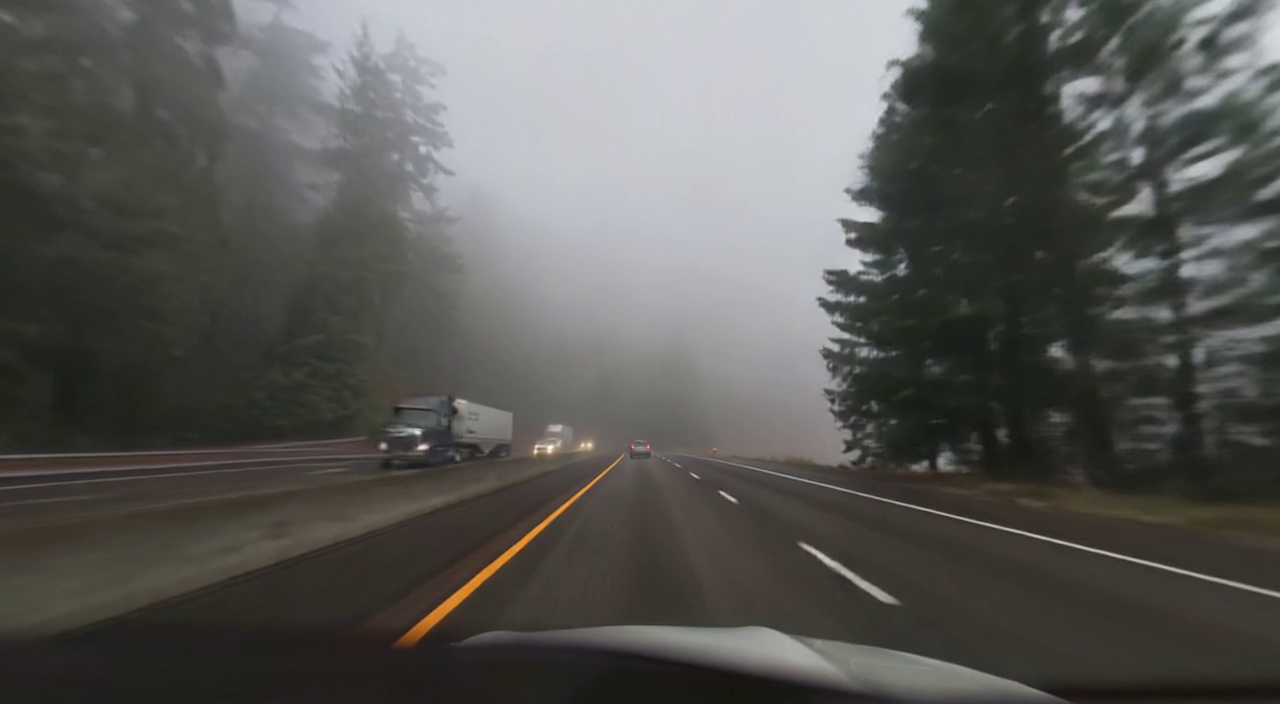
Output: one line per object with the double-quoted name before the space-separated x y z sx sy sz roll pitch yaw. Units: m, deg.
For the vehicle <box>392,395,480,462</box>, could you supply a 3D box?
"vehicle" -13.323 5.189 42.125 3.009 4.018 8.498 0 -8 0
